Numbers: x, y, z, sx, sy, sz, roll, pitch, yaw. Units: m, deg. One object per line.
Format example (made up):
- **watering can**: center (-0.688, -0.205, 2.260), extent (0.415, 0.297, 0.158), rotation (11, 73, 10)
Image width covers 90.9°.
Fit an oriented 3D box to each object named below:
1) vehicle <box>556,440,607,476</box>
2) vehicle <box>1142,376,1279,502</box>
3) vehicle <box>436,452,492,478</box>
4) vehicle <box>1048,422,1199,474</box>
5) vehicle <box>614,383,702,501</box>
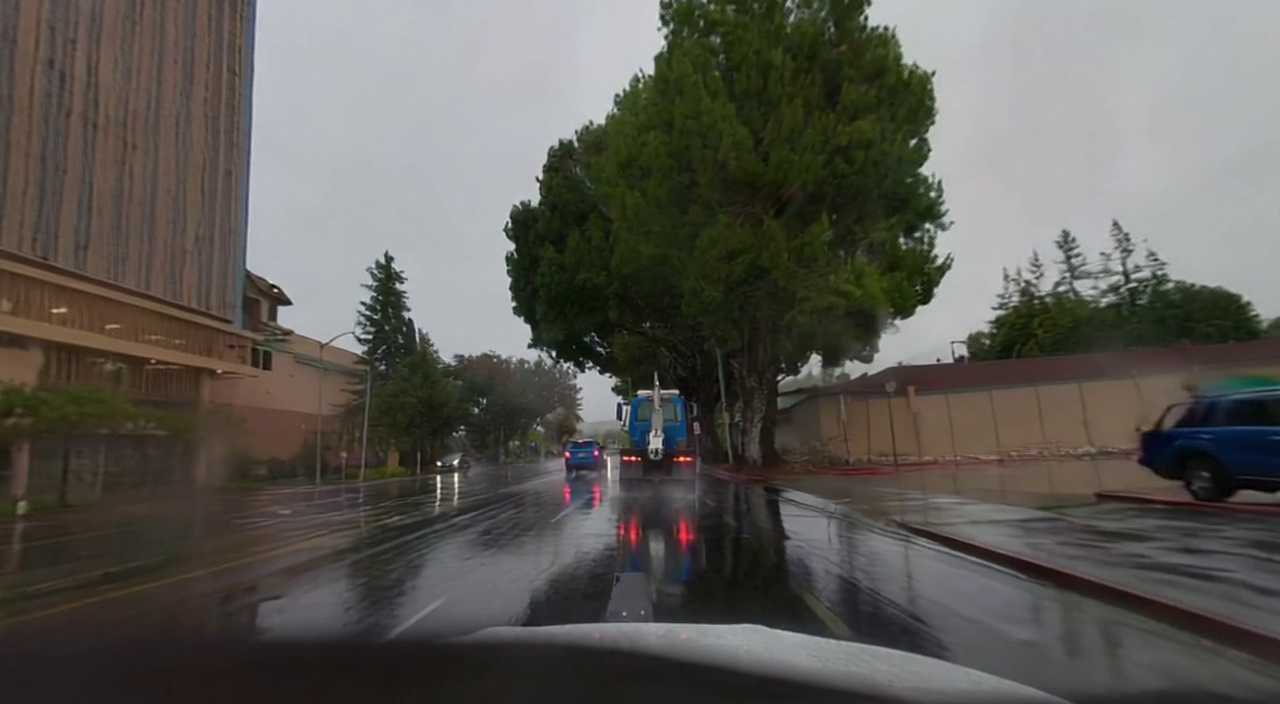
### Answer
- **vehicle**: center (-2.880, 5.366, 32.064), extent (2.081, 1.688, 4.235), rotation (0, -9, 2)
- **vehicle**: center (10.265, 1.158, 8.761), extent (2.186, 1.783, 4.716), rotation (-1, -8, -9)
- **vehicle**: center (-11.027, 7.055, 39.785), extent (1.939, 1.496, 4.678), rotation (-1, -9, 3)
- **vehicle**: center (16.987, 3.404, 22.428), extent (1.845, 1.593, 3.941), rotation (-2, -8, -8)
- **vehicle**: center (0.475, 3.535, 24.559), extent (2.552, 3.461, 11.044), rotation (-2, -9, -1)
